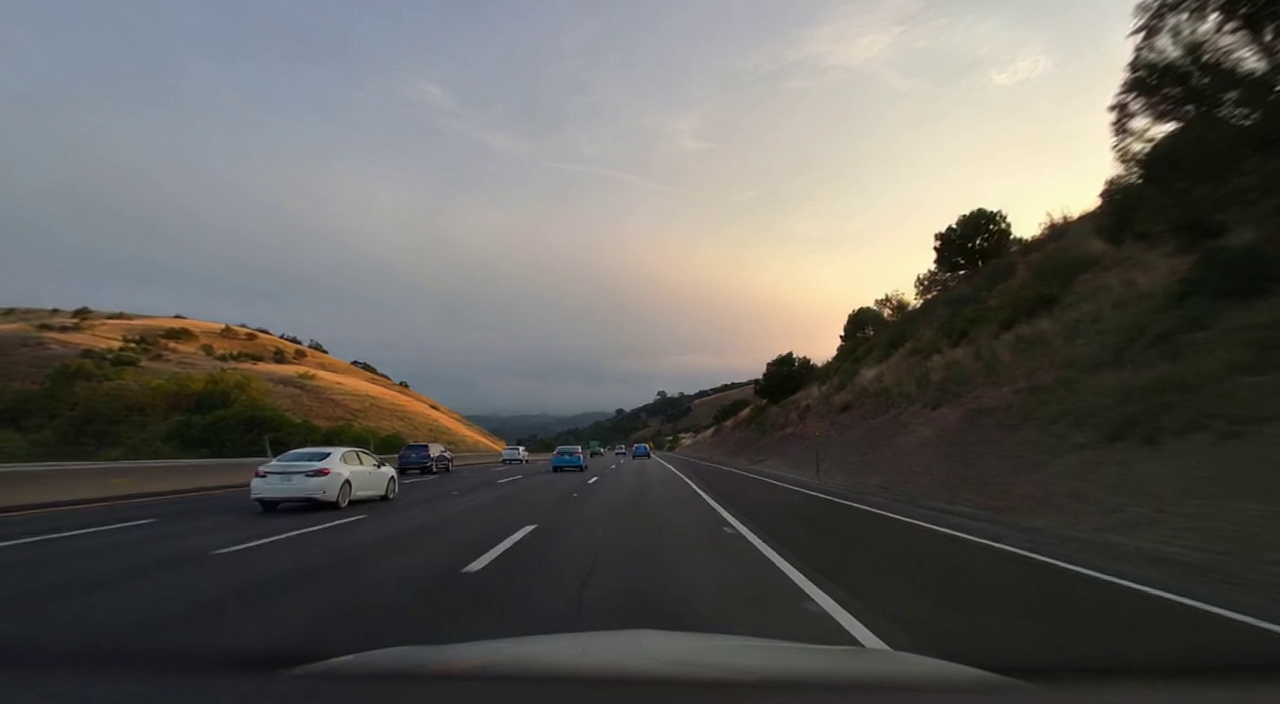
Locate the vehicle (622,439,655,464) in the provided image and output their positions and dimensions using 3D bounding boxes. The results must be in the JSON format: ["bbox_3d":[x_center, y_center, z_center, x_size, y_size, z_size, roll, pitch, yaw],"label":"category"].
[{"bbox_3d":[-0.108,7.080,45.168,2.225,1.674,4.044,0,-8,-1],"label":"vehicle"}]

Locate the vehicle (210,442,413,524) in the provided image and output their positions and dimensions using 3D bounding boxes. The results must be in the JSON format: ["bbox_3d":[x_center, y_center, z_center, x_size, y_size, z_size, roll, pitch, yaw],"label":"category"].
[{"bbox_3d":[-6.679,2.658,13.489,1.991,1.441,4.265,0,-8,1],"label":"vehicle"}]

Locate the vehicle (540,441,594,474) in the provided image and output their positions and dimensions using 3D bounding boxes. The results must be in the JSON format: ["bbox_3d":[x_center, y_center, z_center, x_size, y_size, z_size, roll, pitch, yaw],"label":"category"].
[{"bbox_3d":[-3.587,5.293,31.861,2.144,1.505,4.649,0,-8,1],"label":"vehicle"}]

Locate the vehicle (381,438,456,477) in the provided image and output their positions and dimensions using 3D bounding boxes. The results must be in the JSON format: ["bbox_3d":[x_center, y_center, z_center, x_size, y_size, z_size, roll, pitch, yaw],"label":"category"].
[{"bbox_3d":[-10.715,5.127,30.928,2.025,1.750,4.505,0,-8,0],"label":"vehicle"}]
